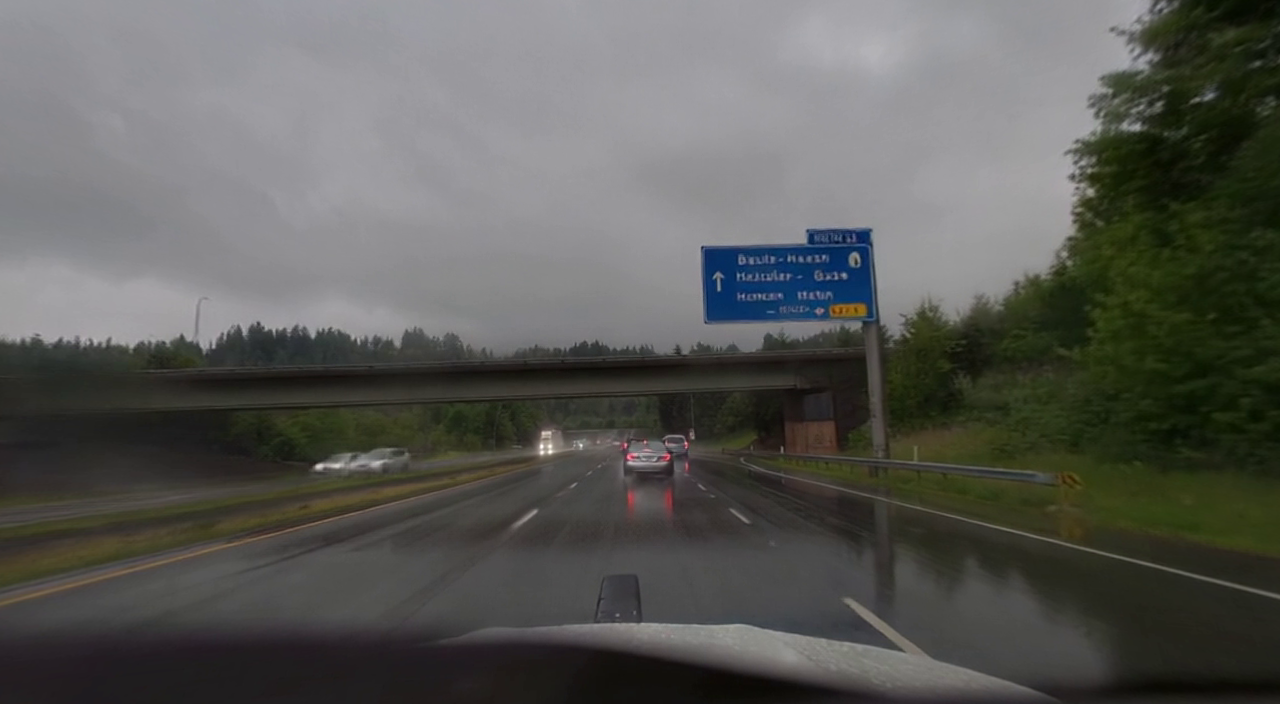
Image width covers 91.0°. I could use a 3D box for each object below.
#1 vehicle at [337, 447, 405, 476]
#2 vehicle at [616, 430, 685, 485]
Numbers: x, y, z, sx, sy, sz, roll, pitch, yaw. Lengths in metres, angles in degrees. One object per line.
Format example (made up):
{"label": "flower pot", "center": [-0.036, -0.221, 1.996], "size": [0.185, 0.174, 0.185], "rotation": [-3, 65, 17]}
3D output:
{"label": "vehicle", "center": [-15.225, 6.204, 35.884], "size": [1.876, 1.450, 4.551], "rotation": [-1, -8, 0]}
{"label": "vehicle", "center": [0.236, 3.519, 21.358], "size": [2.092, 1.636, 4.024], "rotation": [0, -8, -2]}
